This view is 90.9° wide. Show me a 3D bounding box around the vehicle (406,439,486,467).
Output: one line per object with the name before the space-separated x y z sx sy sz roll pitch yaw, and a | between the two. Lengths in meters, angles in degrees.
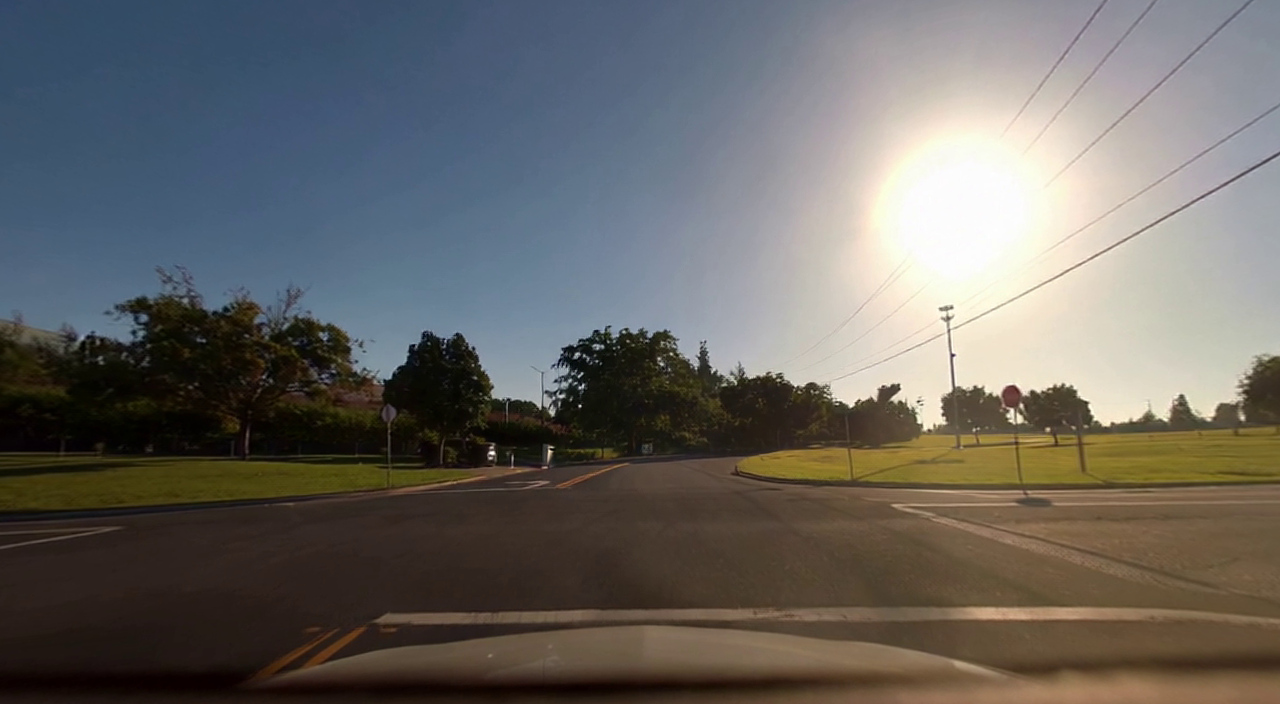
vehicle | -12.702 6.630 41.467 4.590 1.735 1.973 0 -9 3
